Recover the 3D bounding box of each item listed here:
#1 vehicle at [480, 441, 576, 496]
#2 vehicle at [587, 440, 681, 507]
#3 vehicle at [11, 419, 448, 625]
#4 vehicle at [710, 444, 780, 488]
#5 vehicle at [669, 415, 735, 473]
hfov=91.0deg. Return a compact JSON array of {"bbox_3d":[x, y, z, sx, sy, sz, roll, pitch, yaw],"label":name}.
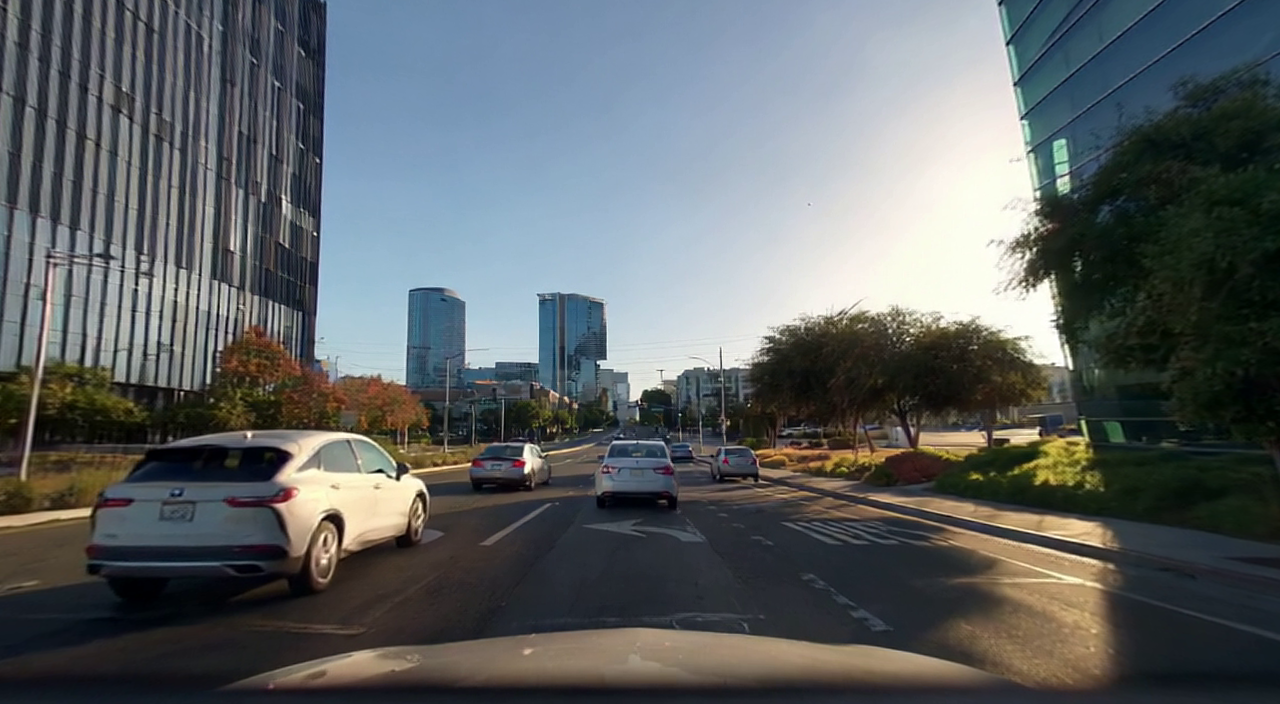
[{"bbox_3d":[-3.325,3.565,19.724,2.044,1.508,4.479,0,-9,2],"label":"vehicle"},{"bbox_3d":[-0.107,3.146,16.801,2.174,1.509,4.374,0,-9,1],"label":"vehicle"},{"bbox_3d":[-3.705,1.585,6.852,1.933,1.520,4.195,0,-9,-1],"label":"vehicle"},{"bbox_3d":[3.910,4.312,24.170,1.940,1.514,4.187,0,-9,0],"label":"vehicle"},{"bbox_3d":[3.921,6.334,43.294,3.074,3.316,12.953,0,-9,-1],"label":"vehicle"}]
